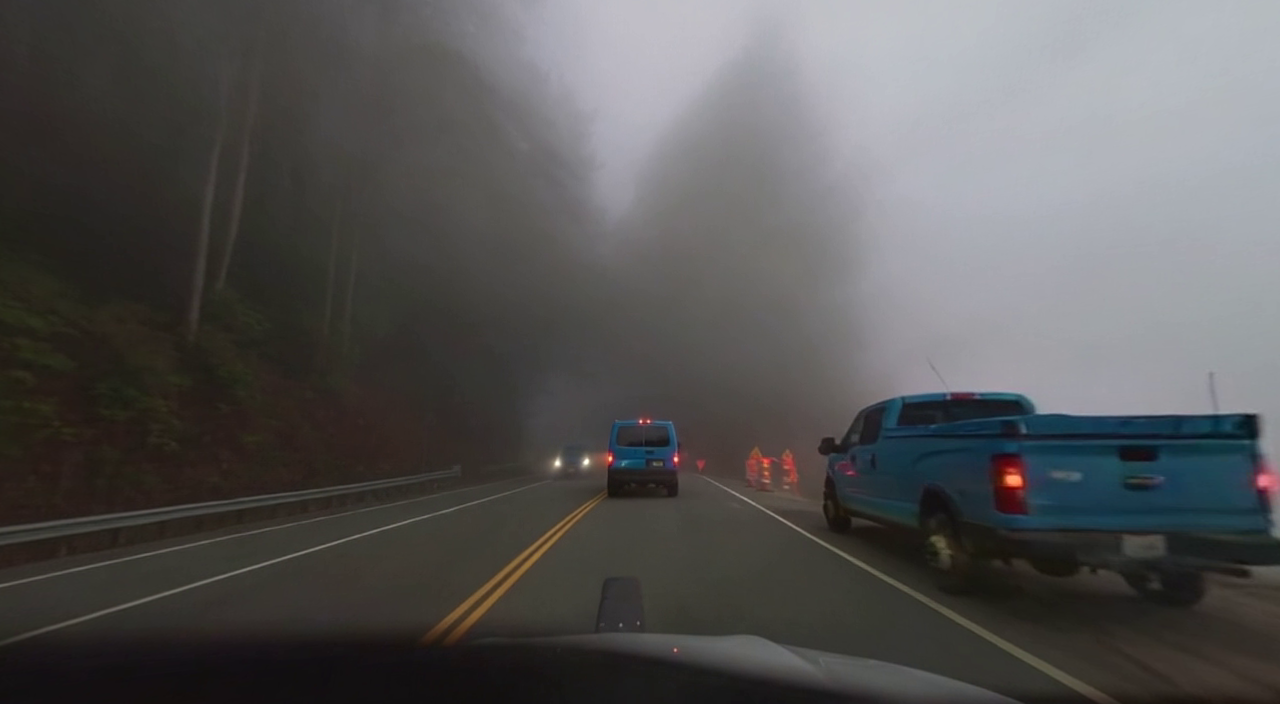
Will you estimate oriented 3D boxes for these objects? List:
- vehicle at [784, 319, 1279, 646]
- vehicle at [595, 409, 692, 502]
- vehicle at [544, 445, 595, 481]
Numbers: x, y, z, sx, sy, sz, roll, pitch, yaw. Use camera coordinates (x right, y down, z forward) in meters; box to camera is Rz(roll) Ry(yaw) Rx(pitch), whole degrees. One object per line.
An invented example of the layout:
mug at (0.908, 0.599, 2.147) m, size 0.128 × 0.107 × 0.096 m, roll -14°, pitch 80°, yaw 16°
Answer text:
vehicle at (3.876, 1.360, 7.817) m, size 2.833 × 2.033 × 7.668 m, roll 0°, pitch -8°, yaw 4°
vehicle at (0.234, 2.877, 17.923) m, size 2.362 × 2.247 × 4.892 m, roll 0°, pitch -9°, yaw 4°
vehicle at (-3.853, 6.155, 35.493) m, size 2.230 × 1.842 × 5.014 m, roll 0°, pitch -8°, yaw 0°
